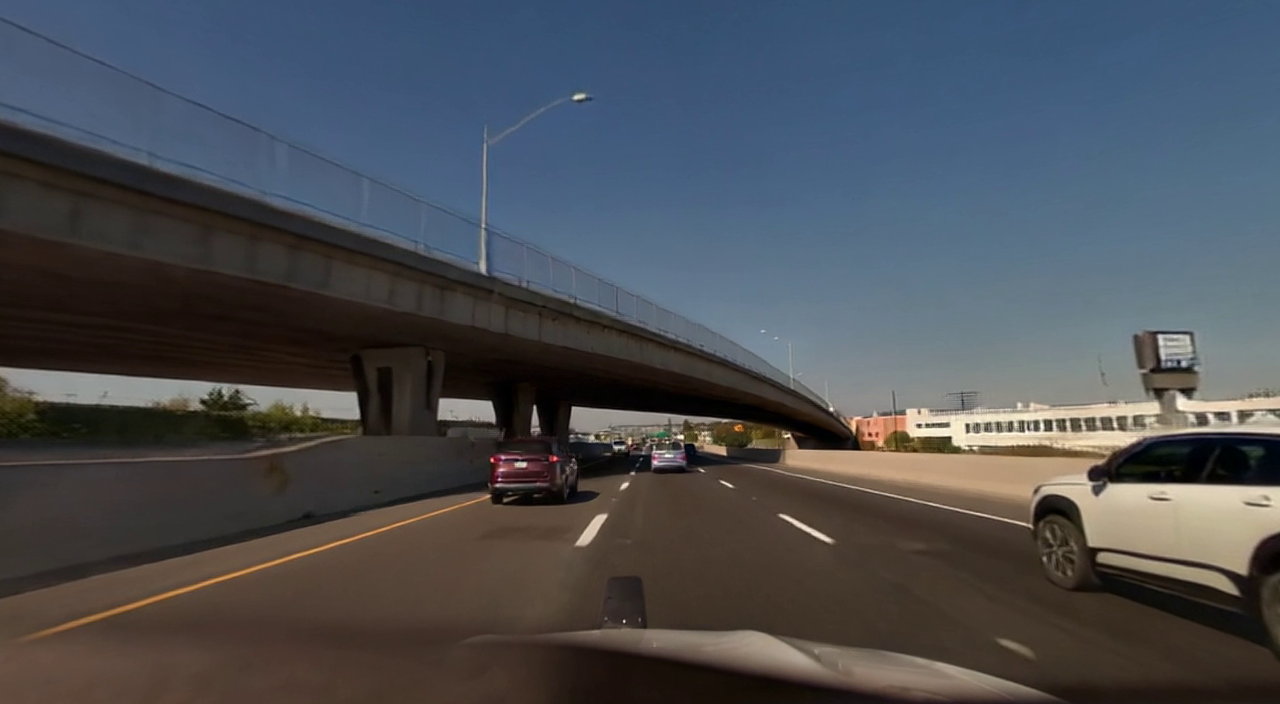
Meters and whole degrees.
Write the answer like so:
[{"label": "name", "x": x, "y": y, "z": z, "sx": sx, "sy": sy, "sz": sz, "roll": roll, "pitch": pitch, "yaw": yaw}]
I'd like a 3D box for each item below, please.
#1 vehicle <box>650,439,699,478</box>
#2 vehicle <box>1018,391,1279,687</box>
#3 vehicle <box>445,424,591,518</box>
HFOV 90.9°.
[{"label": "vehicle", "x": 1.448, "y": 4.685, "z": 28.032, "sx": 2.000, "sy": 1.558, "sz": 3.945, "roll": 0, "pitch": -8, "yaw": 1}, {"label": "vehicle", "x": 4.479, "y": 1.018, "z": 3.465, "sx": 2.027, "sy": 1.588, "sz": 4.611, "roll": 0, "pitch": -8, "yaw": 2}, {"label": "vehicle", "x": -2.502, "y": 2.607, "z": 14.355, "sx": 2.239, "sy": 1.761, "sz": 4.620, "roll": -1, "pitch": -8, "yaw": 2}]
